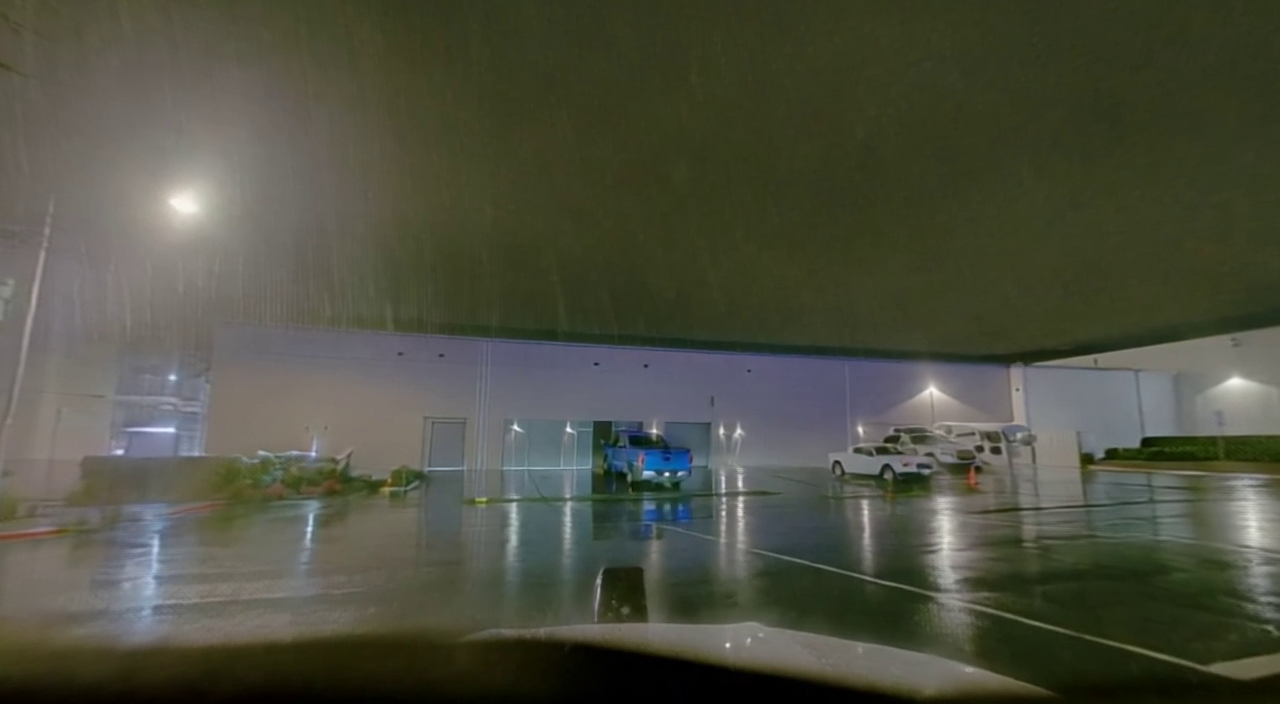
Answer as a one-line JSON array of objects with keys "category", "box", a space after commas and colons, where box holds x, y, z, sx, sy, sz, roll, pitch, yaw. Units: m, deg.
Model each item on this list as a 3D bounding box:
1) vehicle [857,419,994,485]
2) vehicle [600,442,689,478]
[{"category": "vehicle", "box": [14.113, 4.957, 31.120, 6.271, 3.004, 2.298, 4, -12, -24]}, {"category": "vehicle", "box": [0.258, 6.716, 39.260, 5.207, 2.103, 1.997, 1, -9, -11]}]
